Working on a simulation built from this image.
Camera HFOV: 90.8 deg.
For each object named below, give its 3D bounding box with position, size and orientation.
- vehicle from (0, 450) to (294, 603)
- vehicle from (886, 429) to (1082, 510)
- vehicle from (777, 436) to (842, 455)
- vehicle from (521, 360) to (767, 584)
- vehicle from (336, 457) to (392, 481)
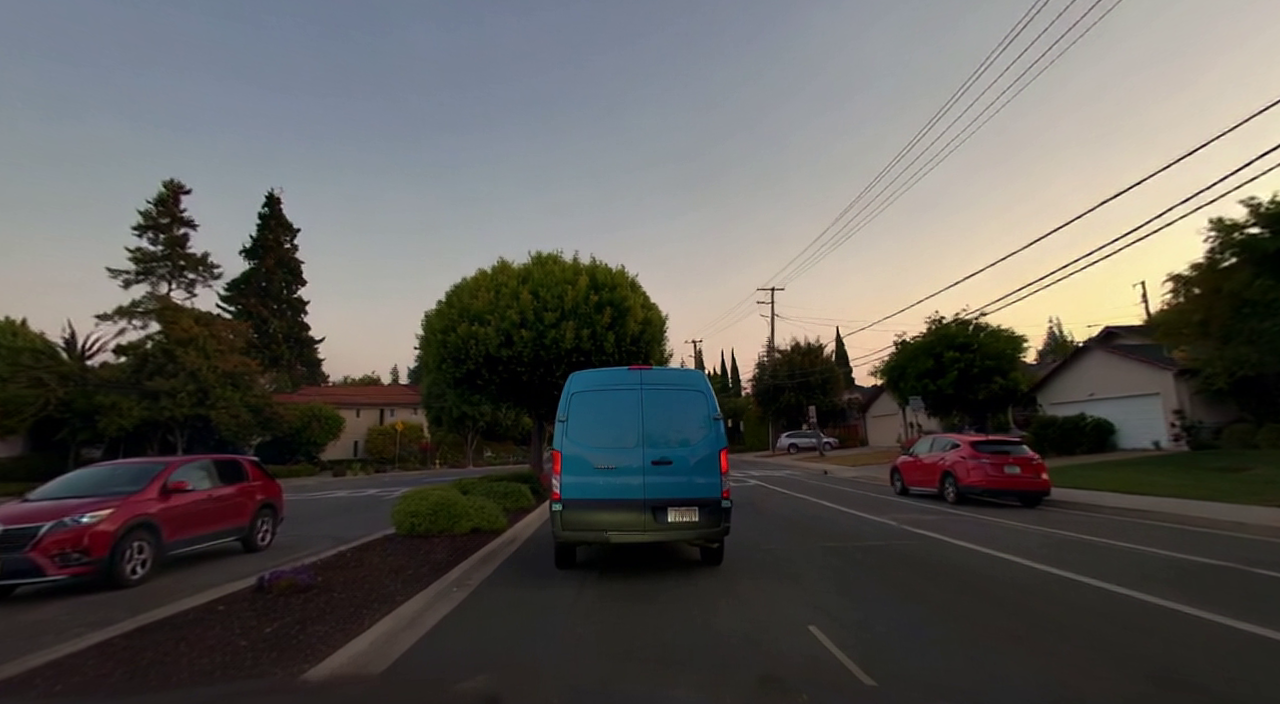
[{"bbox_3d":[-7.472,2.372,9.603,1.997,1.724,4.417,0,-9,-2],"label":"vehicle"},{"bbox_3d":[7.358,2.547,14.127,1.883,1.504,4.220,0,-9,-2],"label":"vehicle"},{"bbox_3d":[13.135,7.287,49.180,4.483,1.463,1.805,0,-9,-1],"label":"vehicle"},{"bbox_3d":[0.035,1.502,8.539,2.342,2.142,4.809,0,-9,0],"label":"vehicle"},{"bbox_3d":[-18.316,7.781,42.115,1.816,1.445,4.120,0,-9,1],"label":"vehicle"}]
